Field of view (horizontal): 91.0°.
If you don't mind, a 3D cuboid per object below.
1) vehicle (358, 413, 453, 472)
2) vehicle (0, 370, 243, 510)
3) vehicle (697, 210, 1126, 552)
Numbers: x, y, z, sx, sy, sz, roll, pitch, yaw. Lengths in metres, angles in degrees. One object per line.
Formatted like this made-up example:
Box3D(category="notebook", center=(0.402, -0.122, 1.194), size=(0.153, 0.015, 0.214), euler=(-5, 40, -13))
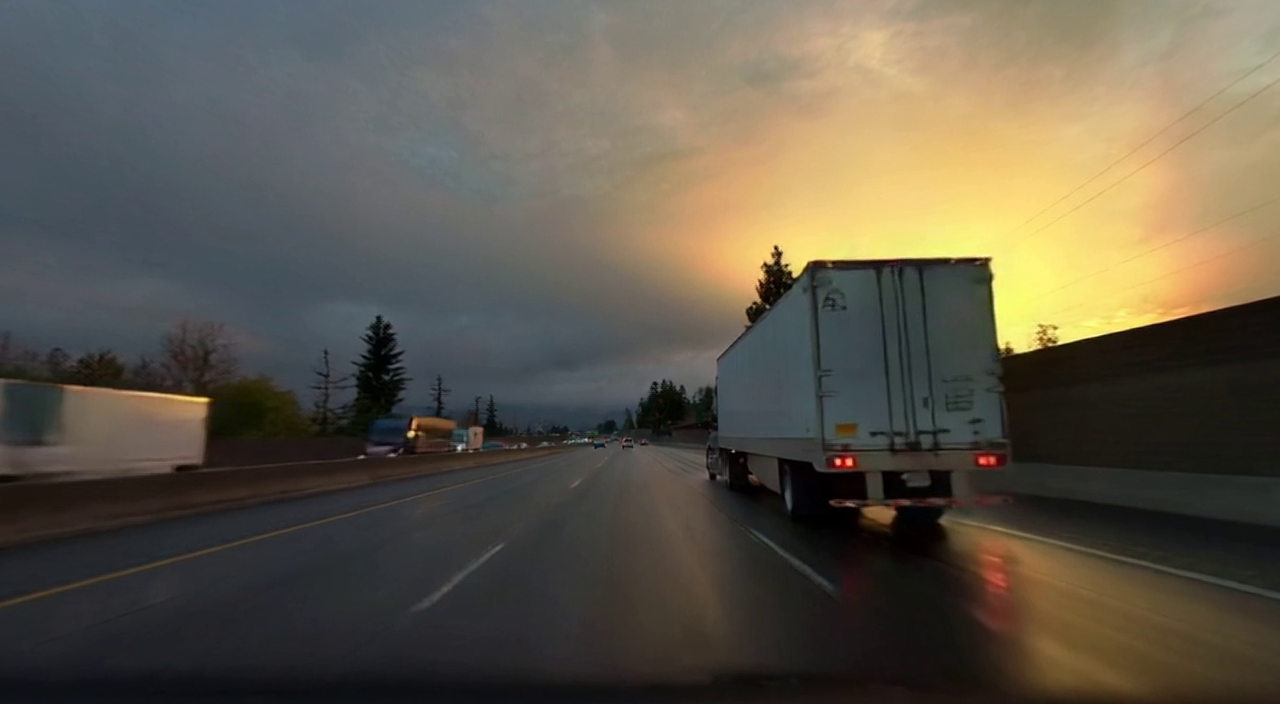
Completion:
Box3D(category="vehicle", center=(-15.996, 6.265, 43.900), size=(3.185, 3.633, 9.159), euler=(0, -8, -1))
Box3D(category="vehicle", center=(-19.742, 3.100, 22.059), size=(2.868, 3.944, 13.594), euler=(-1, -8, 0))
Box3D(category="vehicle", center=(3.905, 1.253, 14.804), size=(3.489, 4.211, 14.193), euler=(0, -8, -1))
